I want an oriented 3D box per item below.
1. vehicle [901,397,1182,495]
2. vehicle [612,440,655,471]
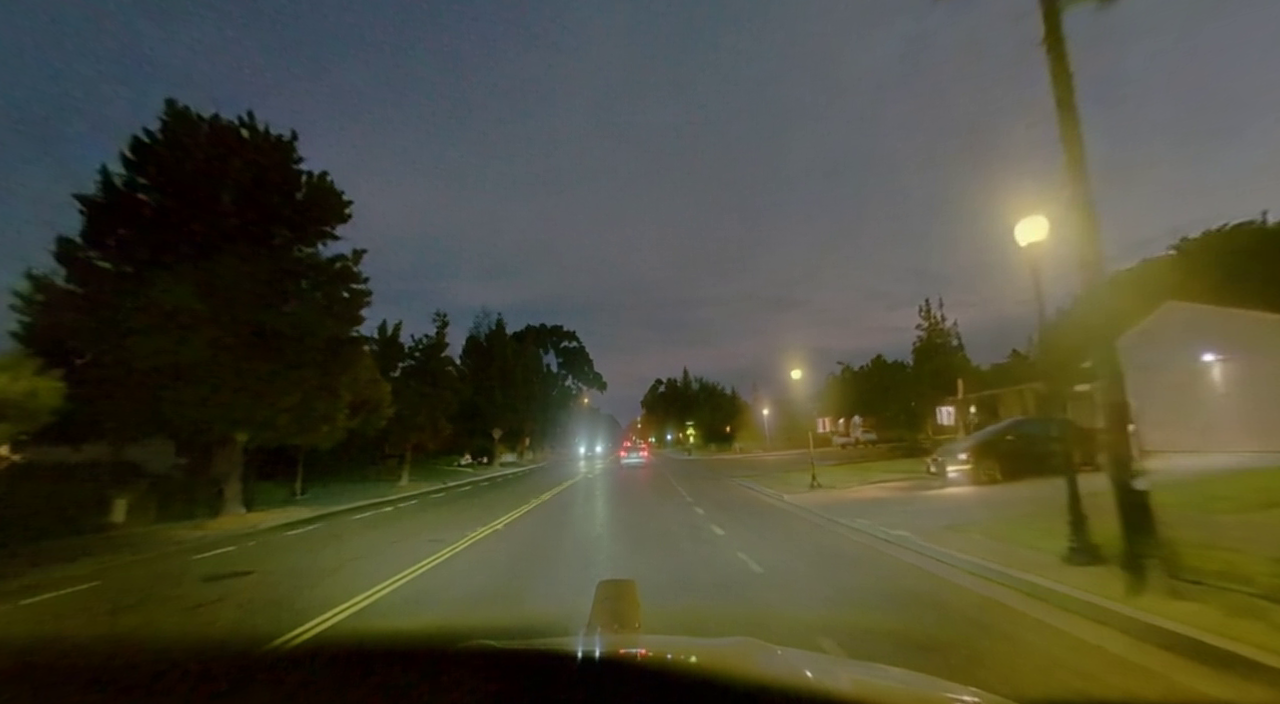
[{"bbox_3d":[8.691,2.072,14.015,4.740,1.467,2.074,-6,-8,-3],"label":"vehicle"},{"bbox_3d":[-0.337,5.430,33.337,2.098,1.483,4.099,0,-9,-1],"label":"vehicle"}]
